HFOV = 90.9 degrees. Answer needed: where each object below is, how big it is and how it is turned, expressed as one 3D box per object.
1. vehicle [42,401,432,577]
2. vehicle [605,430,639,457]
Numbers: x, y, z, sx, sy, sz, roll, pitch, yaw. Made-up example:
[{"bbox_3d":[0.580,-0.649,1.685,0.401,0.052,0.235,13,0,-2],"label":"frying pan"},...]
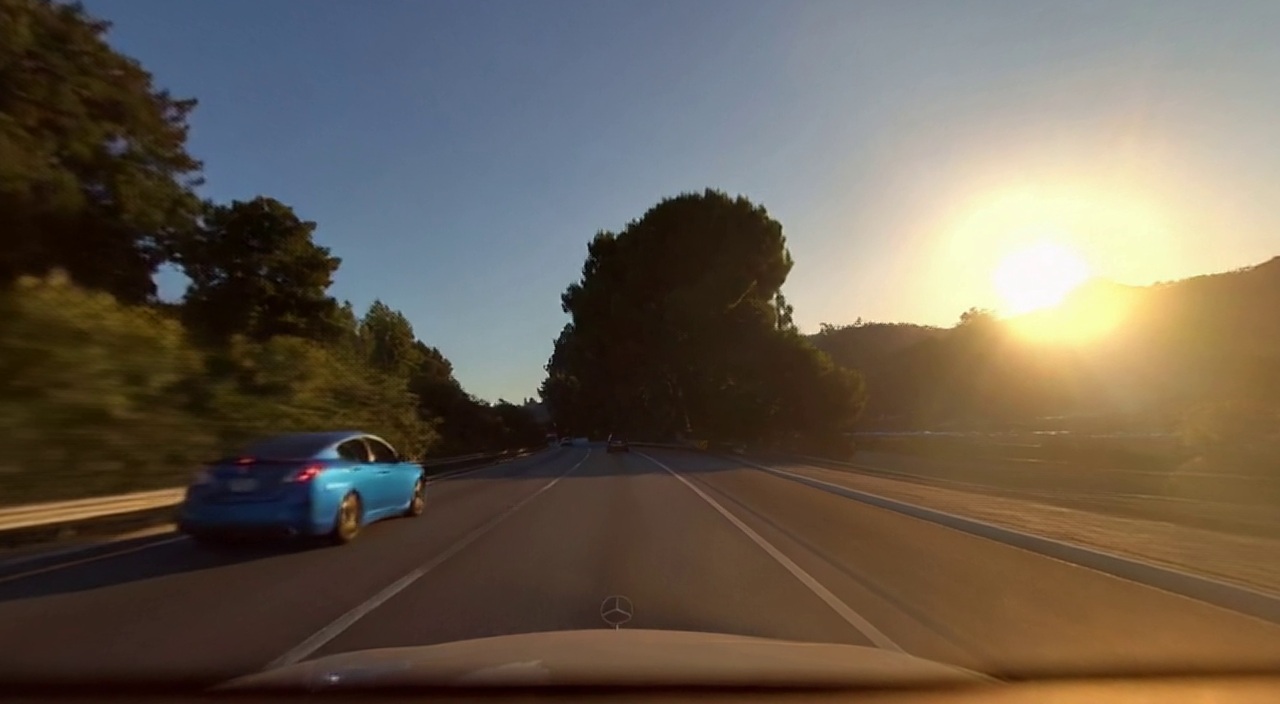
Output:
[{"bbox_3d":[-4.561,1.602,8.357,2.039,1.627,4.844,0,-8,-1],"label":"vehicle"},{"bbox_3d":[-1.168,5.780,39.954,2.041,1.618,3.898,0,-8,-3],"label":"vehicle"}]
